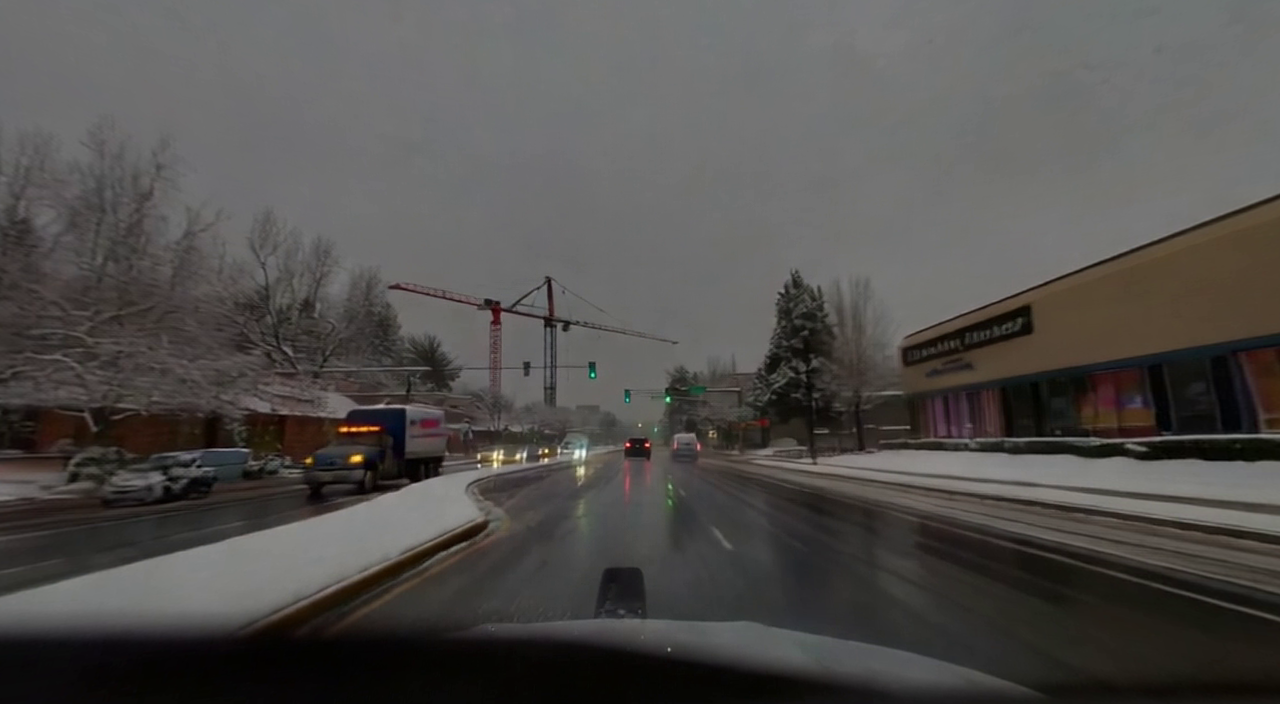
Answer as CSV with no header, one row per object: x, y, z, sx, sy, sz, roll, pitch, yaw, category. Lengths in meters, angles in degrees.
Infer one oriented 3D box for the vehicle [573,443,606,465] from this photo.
-3.630,7.374,45.879,1.962,1.484,4.351,0,-8,1,vehicle

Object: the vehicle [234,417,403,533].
-5.977,2.273,12.396,2.058,1.751,4.502,0,-8,-16,vehicle

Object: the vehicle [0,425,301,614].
-5.875,1.656,7.227,1.901,1.498,4.359,1,-8,-5,vehicle

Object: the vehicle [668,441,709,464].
3.634,7.677,48.546,2.427,1.665,5.593,0,-8,-2,vehicle
